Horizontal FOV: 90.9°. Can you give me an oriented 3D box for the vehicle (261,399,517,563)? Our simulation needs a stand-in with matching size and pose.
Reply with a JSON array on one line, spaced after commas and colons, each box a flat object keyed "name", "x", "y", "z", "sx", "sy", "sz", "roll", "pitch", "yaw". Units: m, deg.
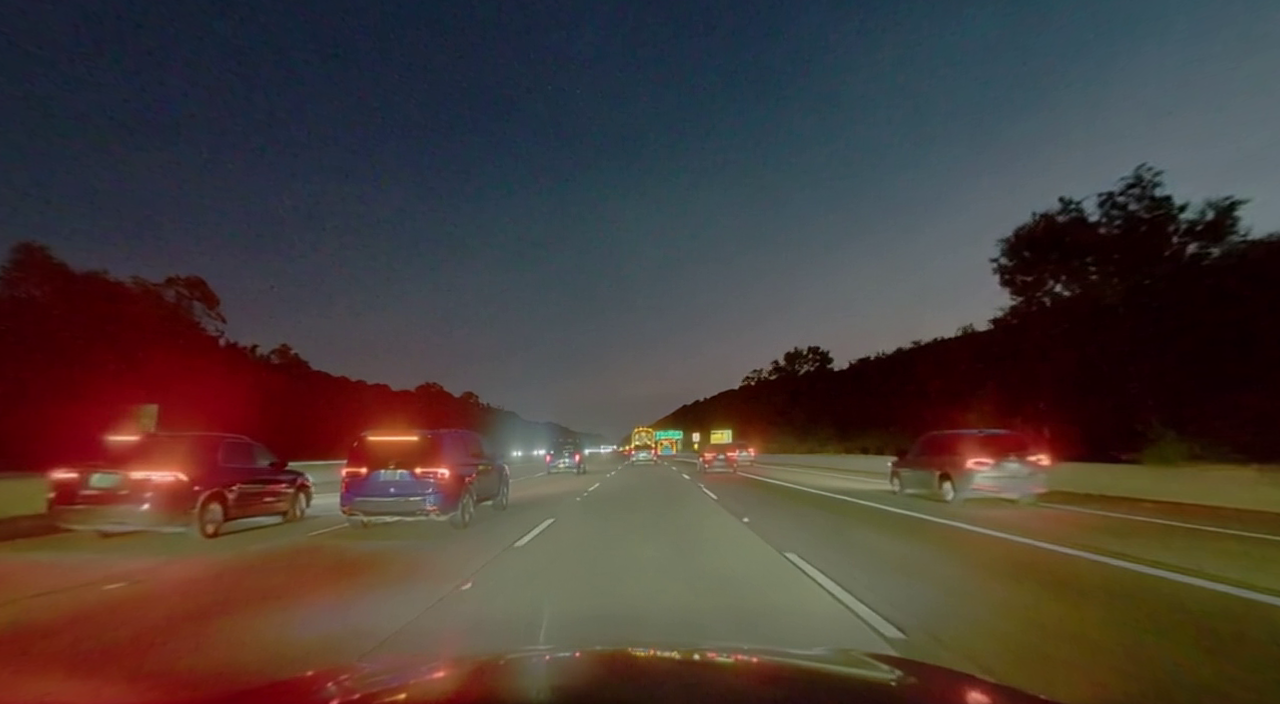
[{"name": "vehicle", "x": -3.386, "y": 1.845, "z": 9.699, "sx": 2.016, "sy": 1.898, "sz": 4.458, "roll": 0, "pitch": -8, "yaw": 1}]

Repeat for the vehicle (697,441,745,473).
[{"name": "vehicle", "x": 4.438, "y": 5.856, "z": 35.377, "sx": 2.050, "sy": 1.661, "sz": 4.636, "roll": 0, "pitch": -8, "yaw": -1}]

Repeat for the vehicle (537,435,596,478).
[{"name": "vehicle", "x": -3.422, "y": 4.966, "z": 30.195, "sx": 2.155, "sy": 1.843, "sz": 4.567, "roll": 0, "pitch": -8, "yaw": 1}]

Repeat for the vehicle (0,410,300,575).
[{"name": "vehicle", "x": -7.593, "y": 1.938, "z": 9.584, "sx": 2.072, "sy": 1.852, "sz": 4.760, "roll": -1, "pitch": -8, "yaw": 2}]

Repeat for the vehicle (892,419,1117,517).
[{"name": "vehicle", "x": 8.138, "y": 2.647, "z": 14.926, "sx": 2.227, "sy": 1.895, "sz": 5.197, "roll": 0, "pitch": -8, "yaw": 0}]

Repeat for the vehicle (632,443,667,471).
[{"name": "vehicle", "x": 0.558, "y": 6.342, "z": 38.265, "sx": 2.042, "sy": 1.632, "sz": 3.654, "roll": 0, "pitch": -8, "yaw": 1}]
